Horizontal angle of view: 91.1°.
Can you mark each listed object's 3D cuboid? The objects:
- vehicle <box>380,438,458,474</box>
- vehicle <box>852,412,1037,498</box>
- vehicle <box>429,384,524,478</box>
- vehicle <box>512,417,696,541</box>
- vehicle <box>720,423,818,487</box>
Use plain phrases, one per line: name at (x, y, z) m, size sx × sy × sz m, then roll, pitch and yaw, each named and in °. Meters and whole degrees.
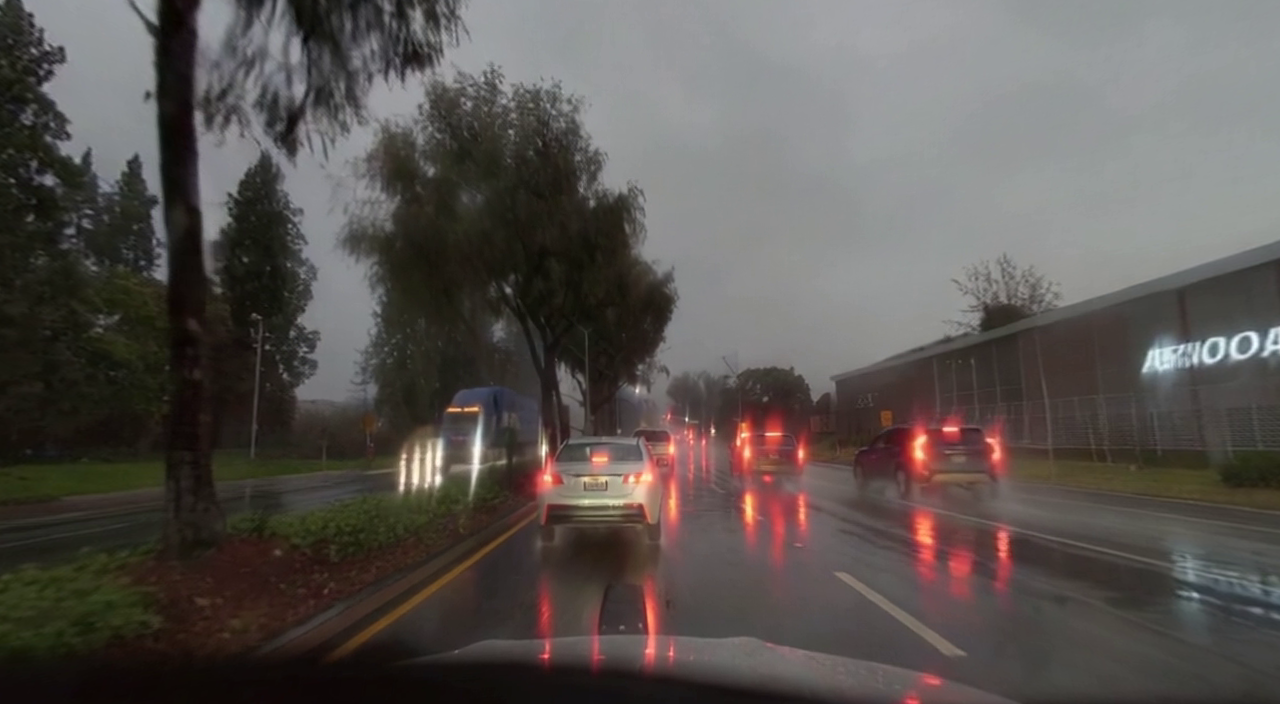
vehicle at (-13.602, 6.444, 39.209) m, size 2.394 × 2.012 × 6.232 m, roll 0°, pitch -8°, yaw 2°
vehicle at (7.754, 2.700, 16.806) m, size 2.425 × 1.936 × 5.081 m, roll 0°, pitch -8°, yaw 1°
vehicle at (-8.129, 4.098, 32.203) m, size 3.043 × 4.303 × 6.343 m, roll 0°, pitch -8°, yaw 1°
vehicle at (-0.455, 1.909, 10.049) m, size 2.315 × 1.563 × 4.080 m, roll 0°, pitch -8°, yaw 0°
vehicle at (3.876, 3.194, 19.760) m, size 2.090 × 1.763 × 4.560 m, roll 0°, pitch -8°, yaw 0°
